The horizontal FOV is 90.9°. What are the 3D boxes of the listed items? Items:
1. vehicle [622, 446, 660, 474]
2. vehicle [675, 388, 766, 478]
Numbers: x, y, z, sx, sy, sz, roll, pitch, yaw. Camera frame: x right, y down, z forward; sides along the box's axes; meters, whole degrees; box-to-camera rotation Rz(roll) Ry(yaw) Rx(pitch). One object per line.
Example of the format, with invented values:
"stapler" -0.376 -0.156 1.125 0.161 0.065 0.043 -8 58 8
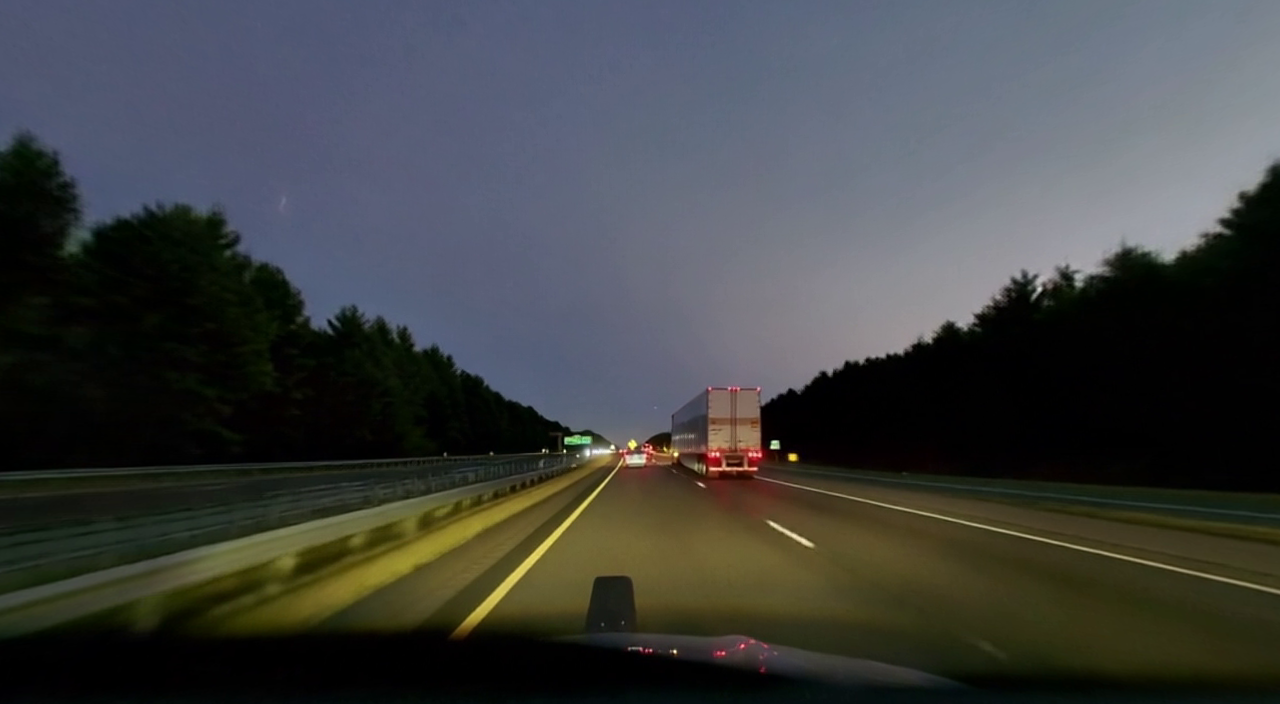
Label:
"vehicle" 0.012 6.264 36.720 2.051 1.513 4.511 0 -9 -2
"vehicle" 4.038 4.811 35.849 2.883 4.057 14.579 0 -9 -1
